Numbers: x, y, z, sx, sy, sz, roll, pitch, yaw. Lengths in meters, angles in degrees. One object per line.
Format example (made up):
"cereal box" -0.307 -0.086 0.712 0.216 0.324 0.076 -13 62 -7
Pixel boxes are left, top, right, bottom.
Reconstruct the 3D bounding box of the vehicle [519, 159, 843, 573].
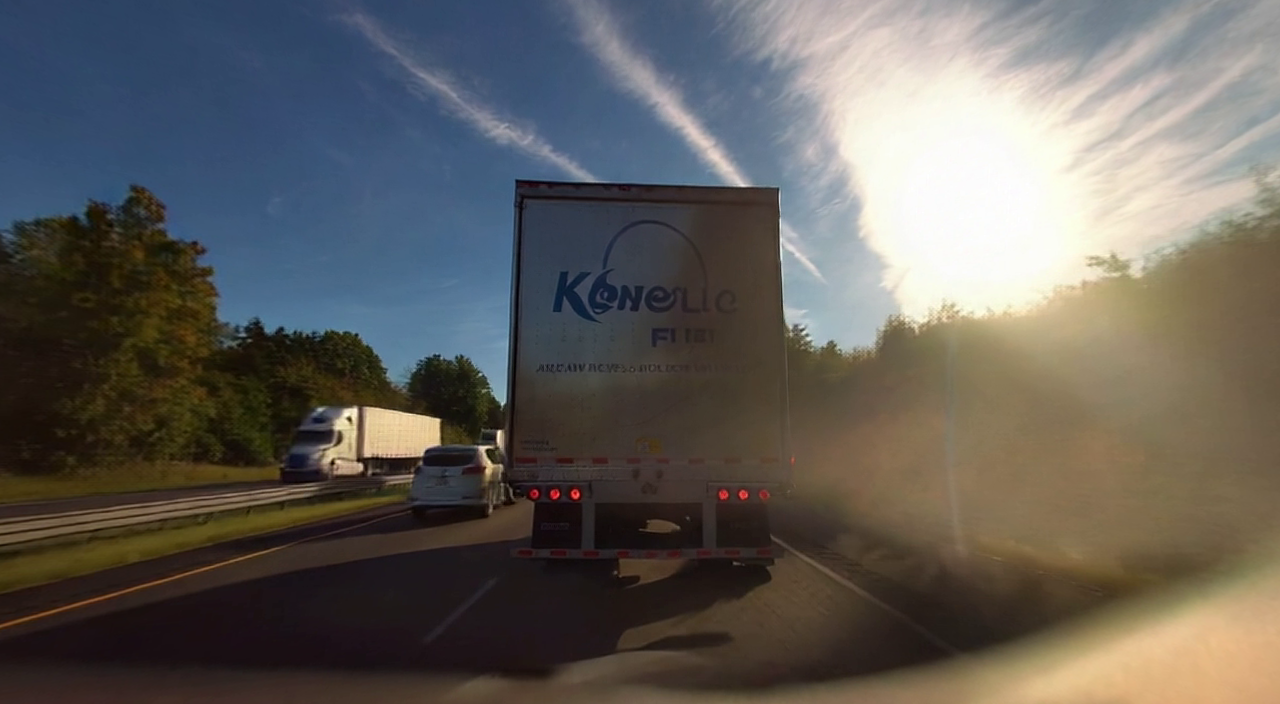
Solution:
"vehicle" 0.314 1.161 13.730 3.230 4.377 14.405 0 -9 -1

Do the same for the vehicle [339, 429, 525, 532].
"vehicle" -3.694 2.373 12.152 2.095 1.600 4.247 0 -9 0

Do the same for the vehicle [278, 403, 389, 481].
"vehicle" -16.848 5.055 35.243 3.034 3.940 5.969 0 -9 0
